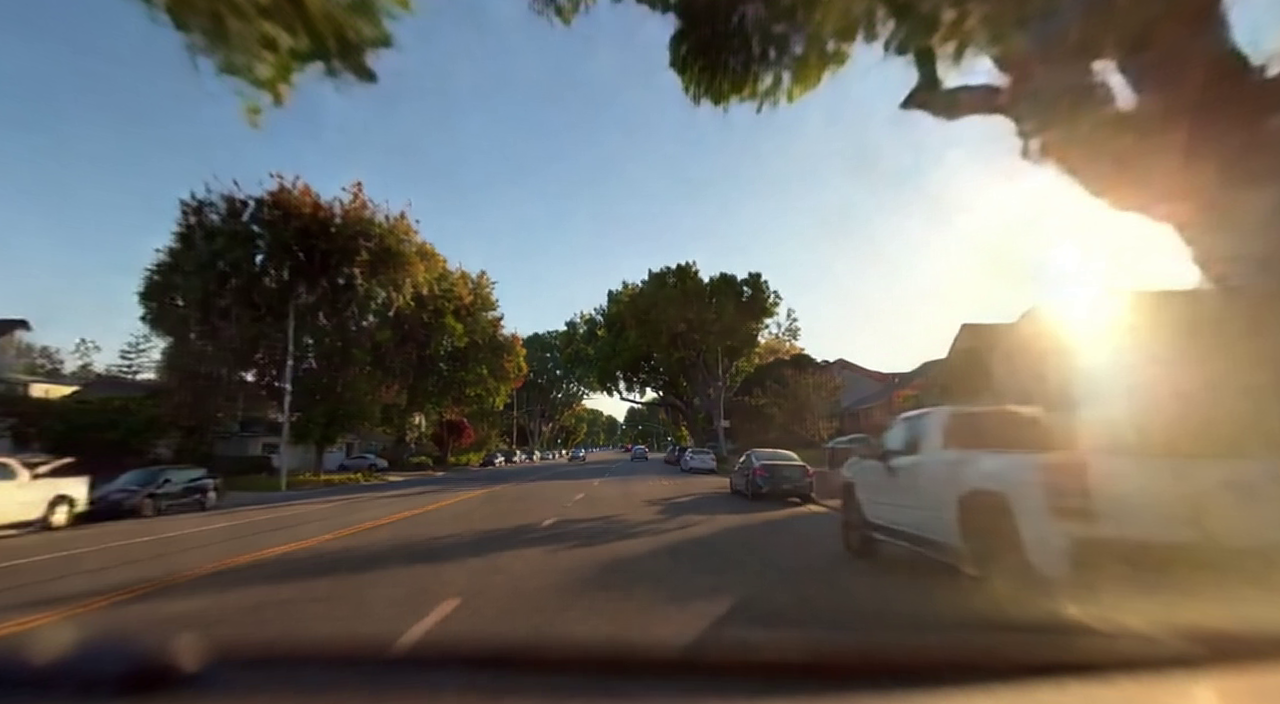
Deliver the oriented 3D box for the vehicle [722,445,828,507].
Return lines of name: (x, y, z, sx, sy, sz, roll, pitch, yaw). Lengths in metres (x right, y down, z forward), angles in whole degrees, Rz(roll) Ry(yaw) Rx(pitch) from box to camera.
vehicle: (3.502, 3.295, 17.328, 2.009, 1.468, 4.414, 0, -8, 1)

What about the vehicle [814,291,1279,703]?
vehicle: (3.601, 1.202, 5.637, 2.327, 2.026, 6.259, 0, -8, 0)

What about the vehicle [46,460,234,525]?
vehicle: (-13.908, 3.890, 17.987, 1.798, 1.486, 4.353, 0, -8, -1)

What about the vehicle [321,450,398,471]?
vehicle: (-21.317, 8.279, 48.096, 4.870, 1.529, 2.004, 0, -9, 0)

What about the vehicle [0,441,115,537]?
vehicle: (-13.915, 2.853, 12.769, 2.213, 1.903, 5.326, -4, -9, -2)

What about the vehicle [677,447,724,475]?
vehicle: (3.330, 6.145, 35.985, 2.158, 1.477, 5.135, 0, -8, 0)
